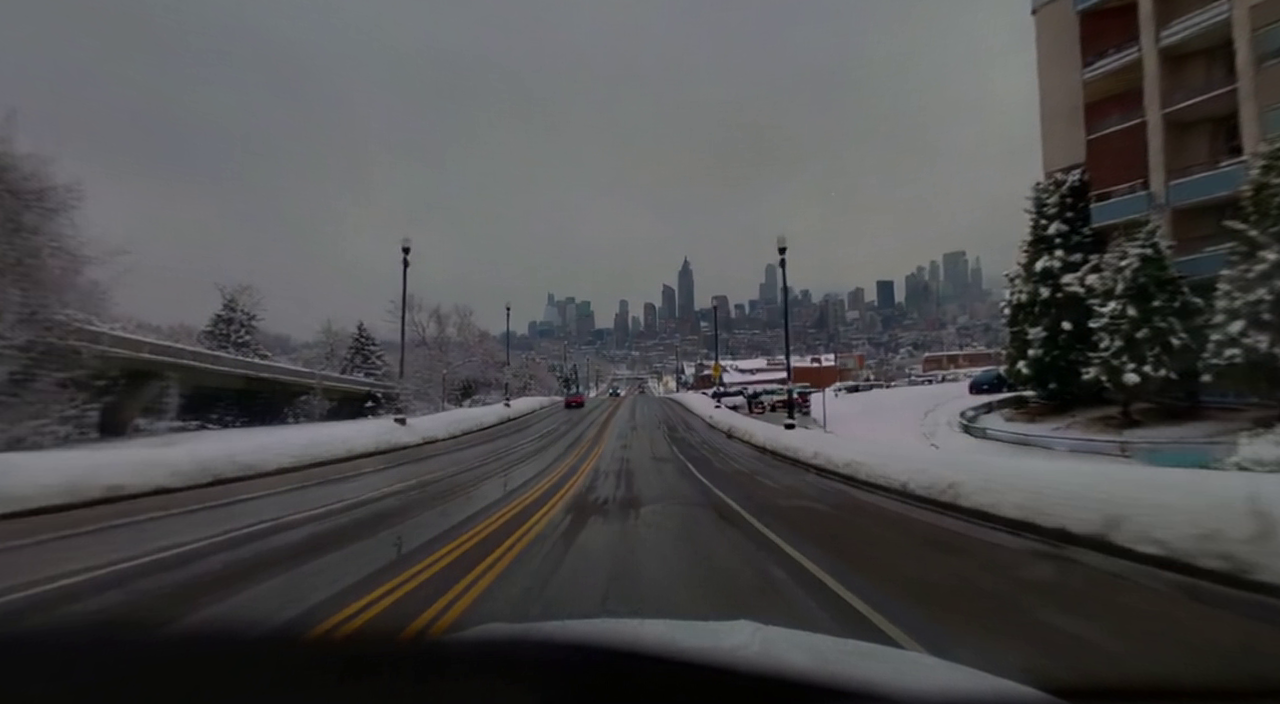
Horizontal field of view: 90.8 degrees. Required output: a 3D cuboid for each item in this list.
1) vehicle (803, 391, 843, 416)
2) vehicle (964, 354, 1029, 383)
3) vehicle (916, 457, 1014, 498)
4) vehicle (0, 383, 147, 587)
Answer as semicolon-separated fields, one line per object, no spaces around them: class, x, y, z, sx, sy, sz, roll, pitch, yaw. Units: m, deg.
vehicle;13.751;3.916;47.637;1.779;1.489;3.734;2;-9;-2
vehicle;26.851;1.247;47.666;3.698;1.510;1.672;-5;-14;-2
vehicle;13.854;5.338;27.213;1.809;1.497;3.837;-1;-9;-6
vehicle;-6.668;1.072;4.891;2.175;1.771;4.352;0;-8;-1
